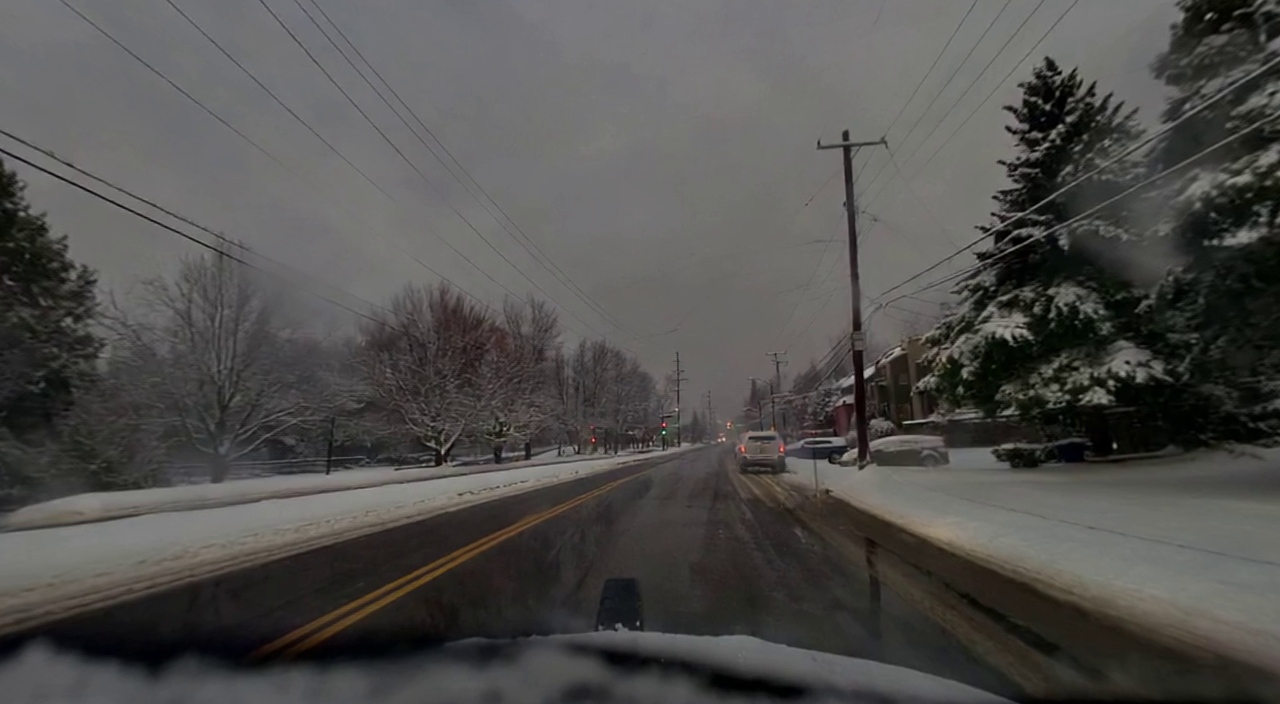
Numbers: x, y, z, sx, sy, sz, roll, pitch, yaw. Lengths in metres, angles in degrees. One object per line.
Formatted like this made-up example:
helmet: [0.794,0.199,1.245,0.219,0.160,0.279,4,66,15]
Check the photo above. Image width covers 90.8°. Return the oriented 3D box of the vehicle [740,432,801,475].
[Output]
vehicle: [5.982,4.710,29.593,2.359,1.817,4.985,-1,-8,6]

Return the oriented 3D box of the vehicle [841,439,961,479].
vehicle: [11.872,4.881,29.088,2.038,1.680,4.660,6,-10,-34]
